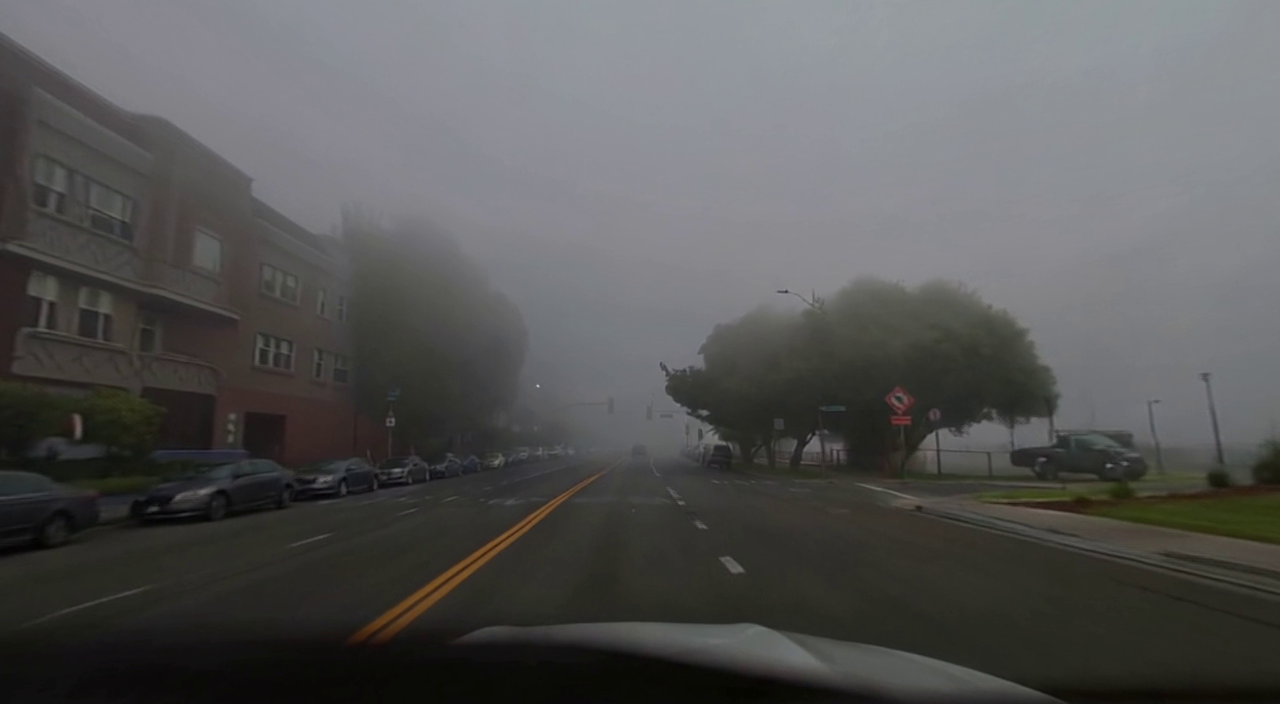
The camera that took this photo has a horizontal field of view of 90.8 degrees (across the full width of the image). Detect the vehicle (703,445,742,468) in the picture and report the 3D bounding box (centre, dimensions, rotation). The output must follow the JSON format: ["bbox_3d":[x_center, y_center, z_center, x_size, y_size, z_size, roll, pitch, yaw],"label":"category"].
[{"bbox_3d":[5.926,7.585,46.099,2.038,1.482,4.994,0,-8,-2],"label":"vehicle"}]

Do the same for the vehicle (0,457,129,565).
[{"bbox_3d":[-10.011,2.242,8.624,1.959,1.451,4.990,0,-8,-1],"label":"vehicle"}]

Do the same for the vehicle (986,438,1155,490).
[{"bbox_3d":[15.962,4.172,23.646,4.625,1.797,2.266,0,-9,-1],"label":"vehicle"}]

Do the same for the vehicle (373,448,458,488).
[{"bbox_3d":[-10.188,5.274,29.172,1.995,1.564,5.321,0,-8,0],"label":"vehicle"}]

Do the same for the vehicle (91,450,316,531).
[{"bbox_3d":[-10.022,3.163,15.146,1.918,1.535,4.834,-1,-8,1],"label":"vehicle"}]

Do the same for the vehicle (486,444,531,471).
[{"bbox_3d":[-10.091,8.102,48.862,2.228,1.863,5.407,-1,-8,1],"label":"vehicle"}]

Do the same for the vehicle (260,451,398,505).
[{"bbox_3d":[-10.075,4.090,21.000,2.010,1.476,4.871,-1,-8,2],"label":"vehicle"}]
